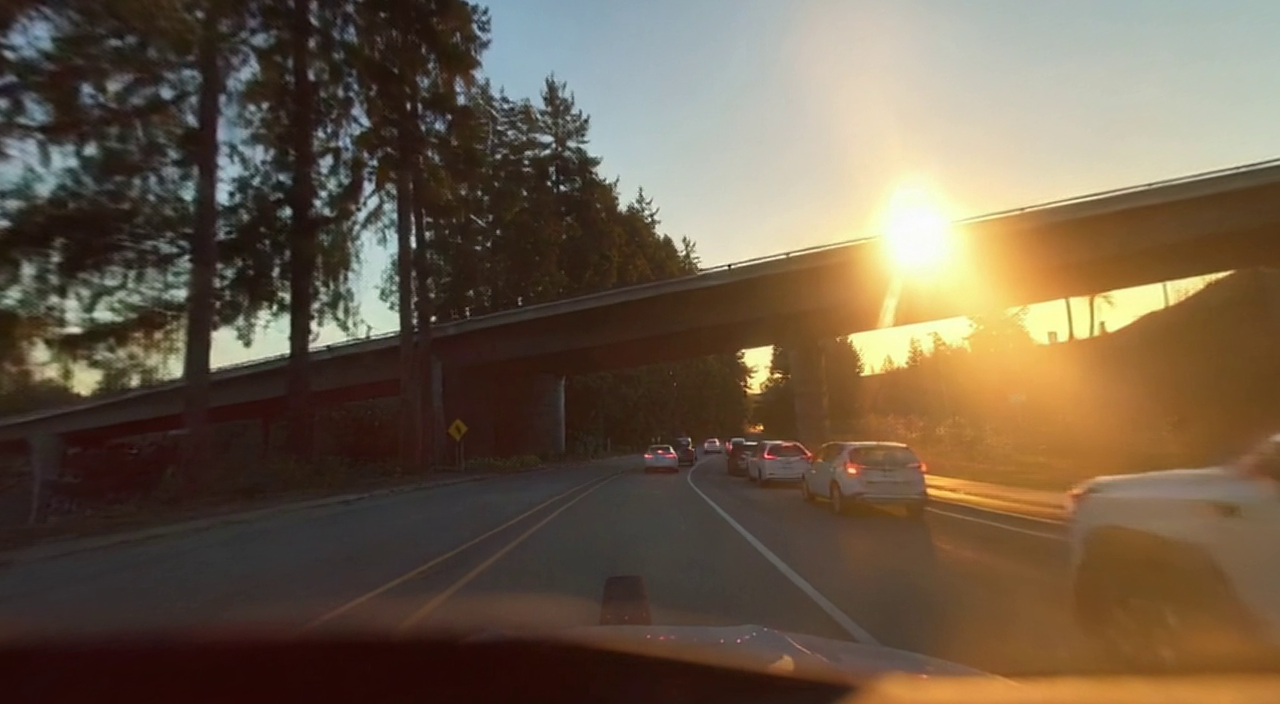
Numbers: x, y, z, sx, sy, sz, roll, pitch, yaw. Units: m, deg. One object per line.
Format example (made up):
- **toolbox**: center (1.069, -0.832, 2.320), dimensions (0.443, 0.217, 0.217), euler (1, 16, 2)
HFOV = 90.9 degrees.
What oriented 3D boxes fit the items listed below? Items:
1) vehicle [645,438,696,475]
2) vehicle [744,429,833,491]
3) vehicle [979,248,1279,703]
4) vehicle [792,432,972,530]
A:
- **vehicle**: center (1.413, 4.559, 27.743), dimensions (2.078, 1.506, 4.058), euler (-1, -8, 5)
- **vehicle**: center (4.589, 3.407, 20.185), dimensions (1.947, 1.745, 4.452), euler (0, -8, 2)
- **vehicle**: center (3.316, 0.530, 1.501), dimensions (2.273, 1.944, 4.866), euler (0, -8, 0)
- **vehicle**: center (4.280, 2.316, 11.879), dimensions (1.911, 1.525, 3.755), euler (0, -8, 1)
